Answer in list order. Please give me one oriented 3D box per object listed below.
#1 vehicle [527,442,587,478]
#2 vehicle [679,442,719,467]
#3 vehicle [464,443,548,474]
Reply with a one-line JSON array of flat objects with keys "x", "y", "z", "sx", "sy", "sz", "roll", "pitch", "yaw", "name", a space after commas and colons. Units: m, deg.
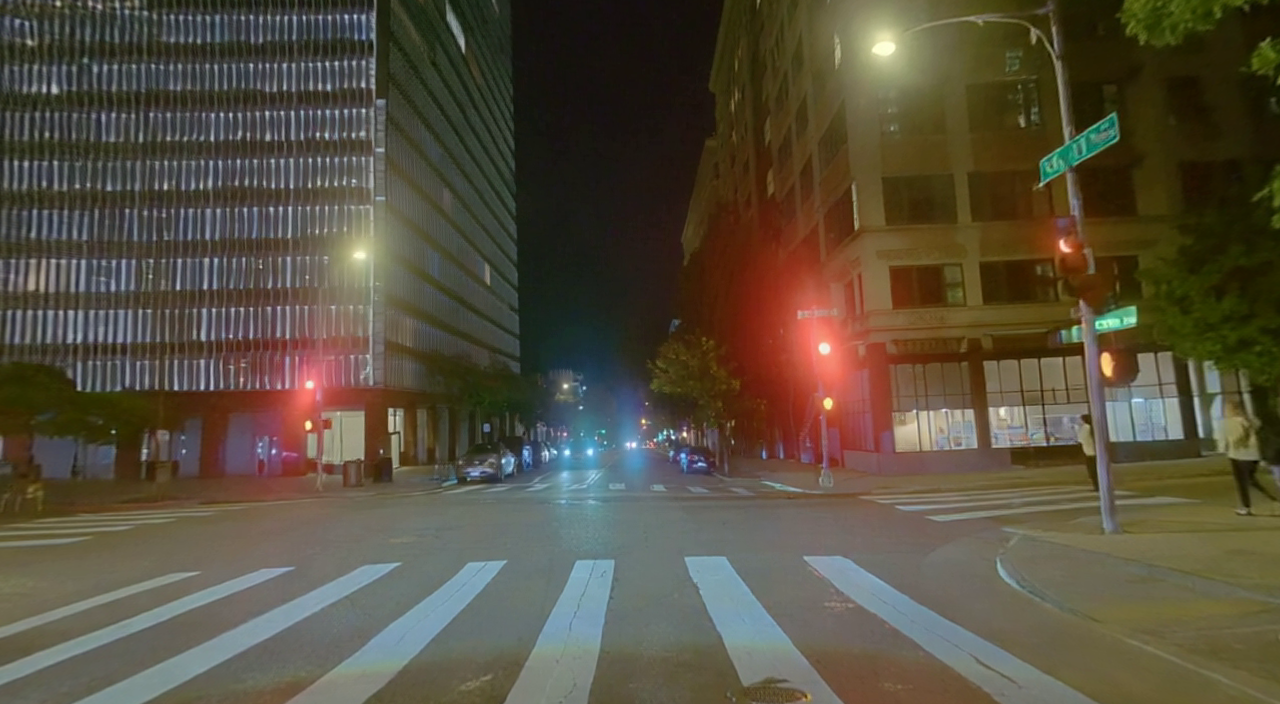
[{"x": -3.663, "y": 4.845, "z": 28.641, "sx": 1.989, "sy": 1.481, "sz": 4.500, "roll": 0, "pitch": -8, "yaw": 1, "name": "vehicle"}, {"x": 3.552, "y": 6.279, "z": 38.862, "sx": 1.853, "sy": 1.426, "sz": 4.160, "roll": 1, "pitch": -8, "yaw": -3, "name": "vehicle"}, {"x": -8.018, "y": 6.358, "z": 38.016, "sx": 4.526, "sy": 1.726, "sz": 1.963, "roll": 8, "pitch": -12, "yaw": -44, "name": "vehicle"}]
